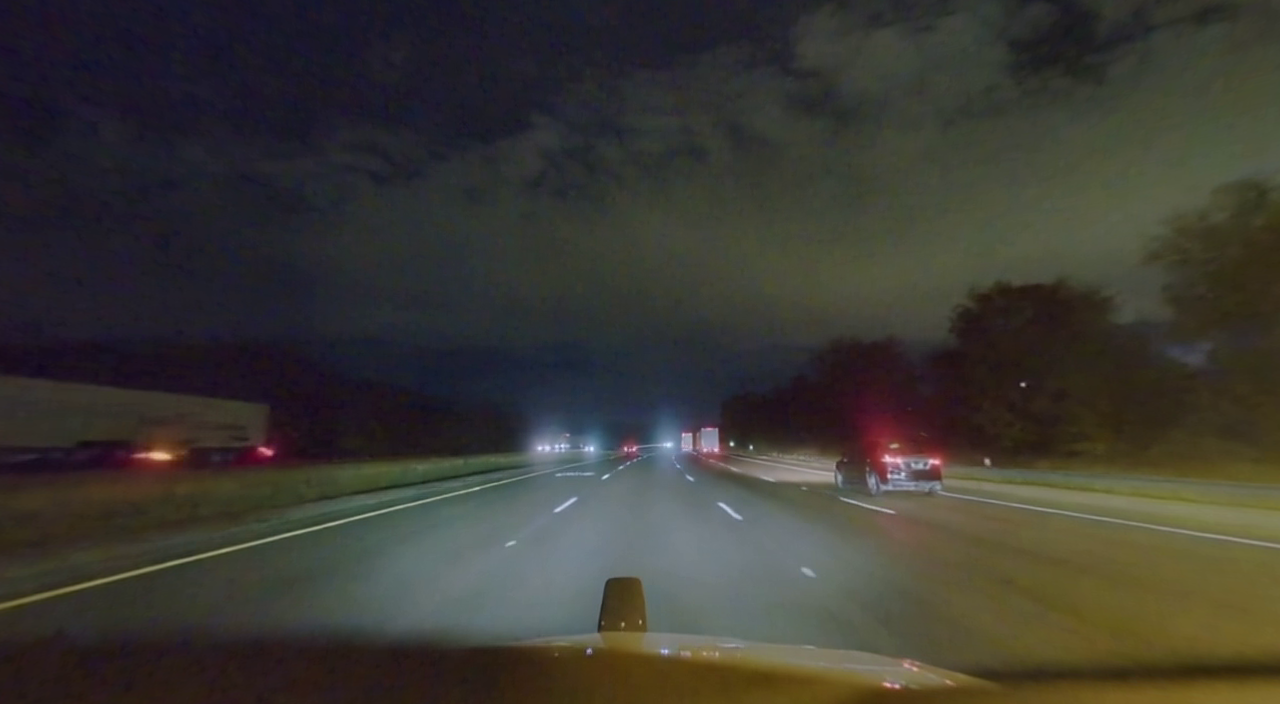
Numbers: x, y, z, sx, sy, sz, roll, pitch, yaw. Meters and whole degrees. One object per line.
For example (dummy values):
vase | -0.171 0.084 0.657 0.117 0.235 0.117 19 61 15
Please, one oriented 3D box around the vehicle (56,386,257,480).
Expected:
vehicle | -24.180 4.251 32.486 2.835 4.106 9.021 0 -8 2
